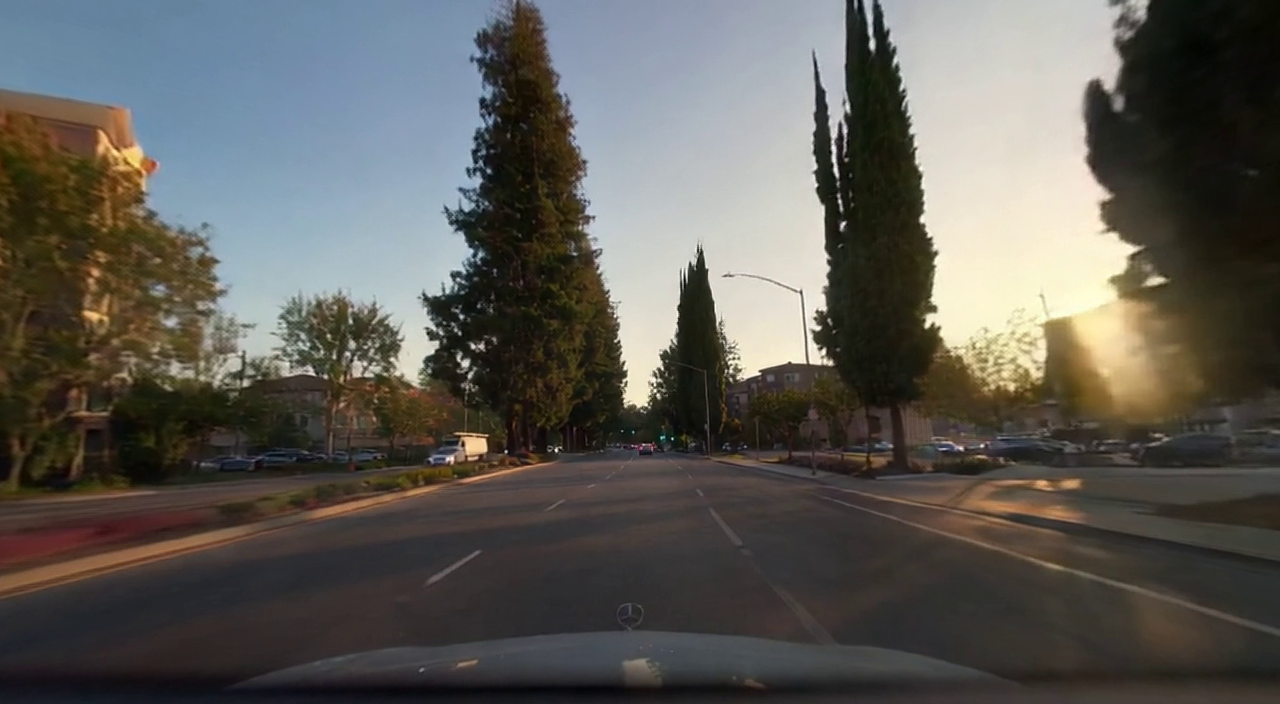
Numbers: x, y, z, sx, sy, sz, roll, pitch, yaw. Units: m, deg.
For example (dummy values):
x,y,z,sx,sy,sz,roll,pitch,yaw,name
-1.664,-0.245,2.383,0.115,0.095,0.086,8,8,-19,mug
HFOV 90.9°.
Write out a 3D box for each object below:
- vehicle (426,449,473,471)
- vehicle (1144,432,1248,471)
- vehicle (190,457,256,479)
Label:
x,y,z,sx,sy,sz,roll,pitch,yaw,name
-13.549,7.708,45.169,1.914,1.496,4.742,0,-9,0,vehicle
25.374,4.508,28.997,1.823,1.466,4.676,-7,-8,19,vehicle
-32.338,8.991,48.943,4.001,1.415,1.693,-3,-8,-1,vehicle
